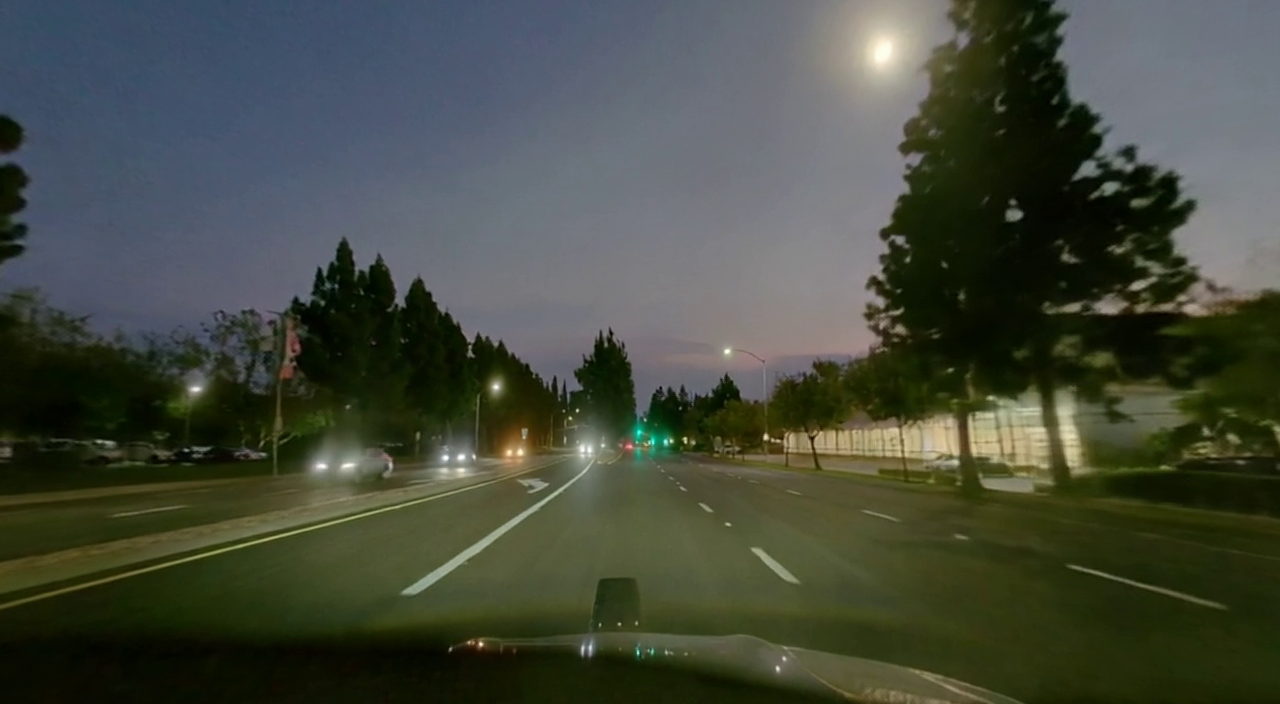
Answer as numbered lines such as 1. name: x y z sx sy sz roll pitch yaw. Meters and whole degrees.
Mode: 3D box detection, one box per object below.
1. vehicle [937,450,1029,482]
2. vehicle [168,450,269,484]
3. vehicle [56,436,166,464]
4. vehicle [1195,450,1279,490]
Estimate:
1. vehicle: 20.602 6.788 37.978 4.573 1.747 2.191 -6 -10 34
2. vehicle: -19.846 5.415 30.018 1.787 1.437 4.414 0 -8 -1
3. vehicle: -32.283 6.046 38.686 1.883 1.596 4.676 -7 -12 34
4. vehicle: 32.525 6.106 32.908 4.886 1.888 2.122 -3 -11 2
